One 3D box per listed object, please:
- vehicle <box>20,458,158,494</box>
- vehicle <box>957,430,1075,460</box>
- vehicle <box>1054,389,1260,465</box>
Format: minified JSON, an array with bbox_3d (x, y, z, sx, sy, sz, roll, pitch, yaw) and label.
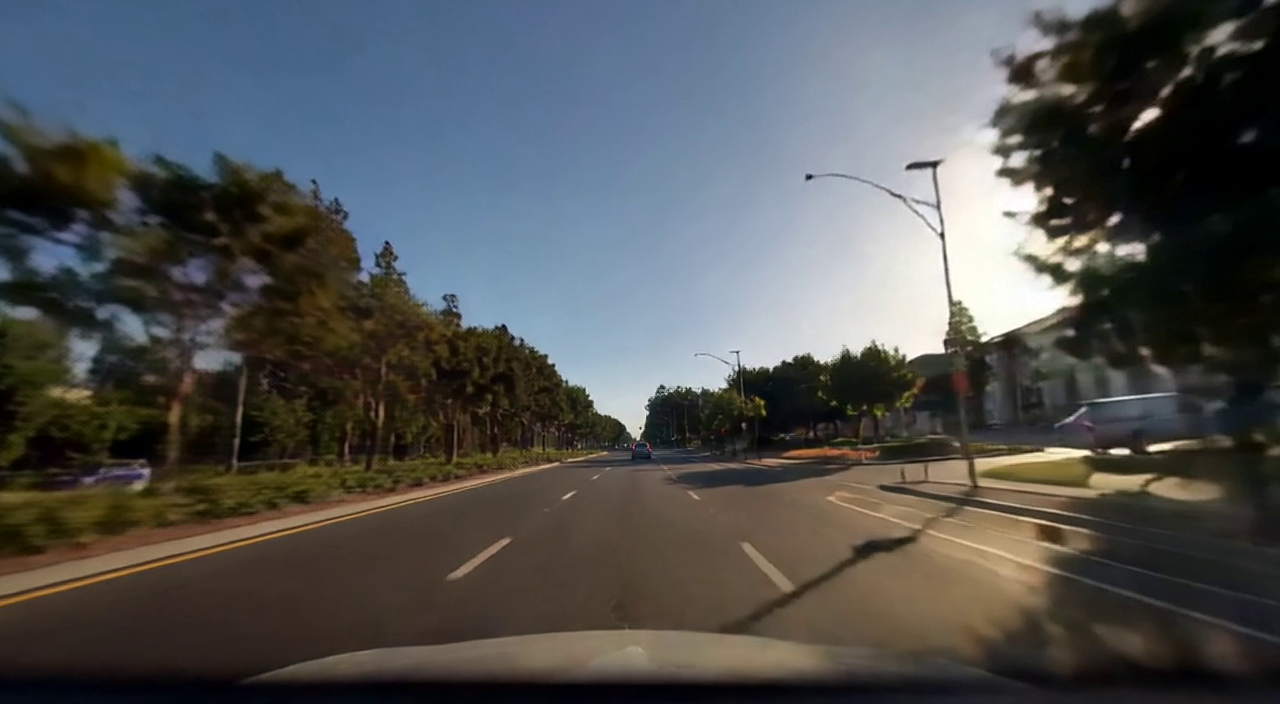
[{"bbox_3d":[-25.684,5.742,29.492,2.004,1.450,4.543,-8,-11,41],"label":"vehicle"},{"bbox_3d":[20.295,5.090,34.210,4.900,1.530,2.211,0,-10,1],"label":"vehicle"},{"bbox_3d":[21.561,3.164,26.563,6.374,3.018,2.476,0,-8,-1],"label":"vehicle"}]
